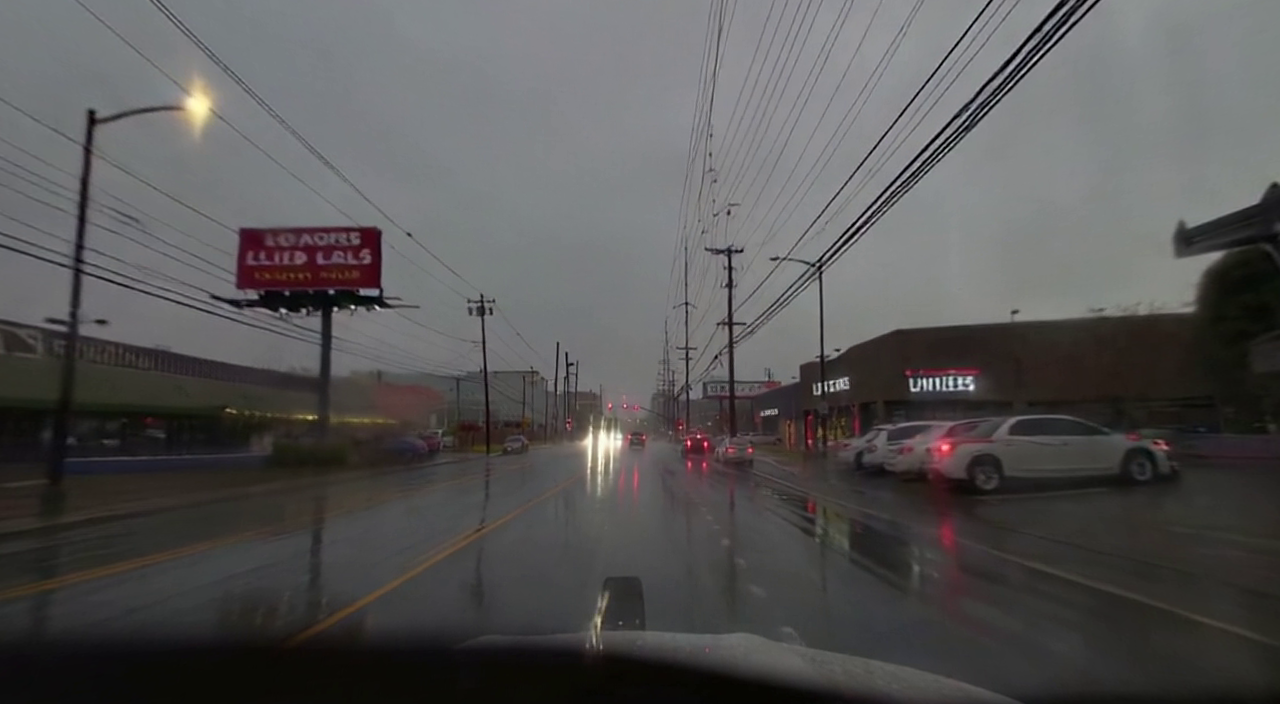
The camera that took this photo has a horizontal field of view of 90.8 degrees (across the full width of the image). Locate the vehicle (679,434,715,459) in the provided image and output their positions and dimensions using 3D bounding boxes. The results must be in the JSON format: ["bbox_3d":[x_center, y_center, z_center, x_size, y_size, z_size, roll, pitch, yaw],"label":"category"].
[{"bbox_3d":[3.611,6.104,40.823,1.926,1.482,4.442,0,-8,0],"label":"vehicle"}]

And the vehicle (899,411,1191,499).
[{"bbox_3d":[10.078,2.599,16.203,5.771,2.013,2.414,-1,-8,0],"label":"vehicle"}]
